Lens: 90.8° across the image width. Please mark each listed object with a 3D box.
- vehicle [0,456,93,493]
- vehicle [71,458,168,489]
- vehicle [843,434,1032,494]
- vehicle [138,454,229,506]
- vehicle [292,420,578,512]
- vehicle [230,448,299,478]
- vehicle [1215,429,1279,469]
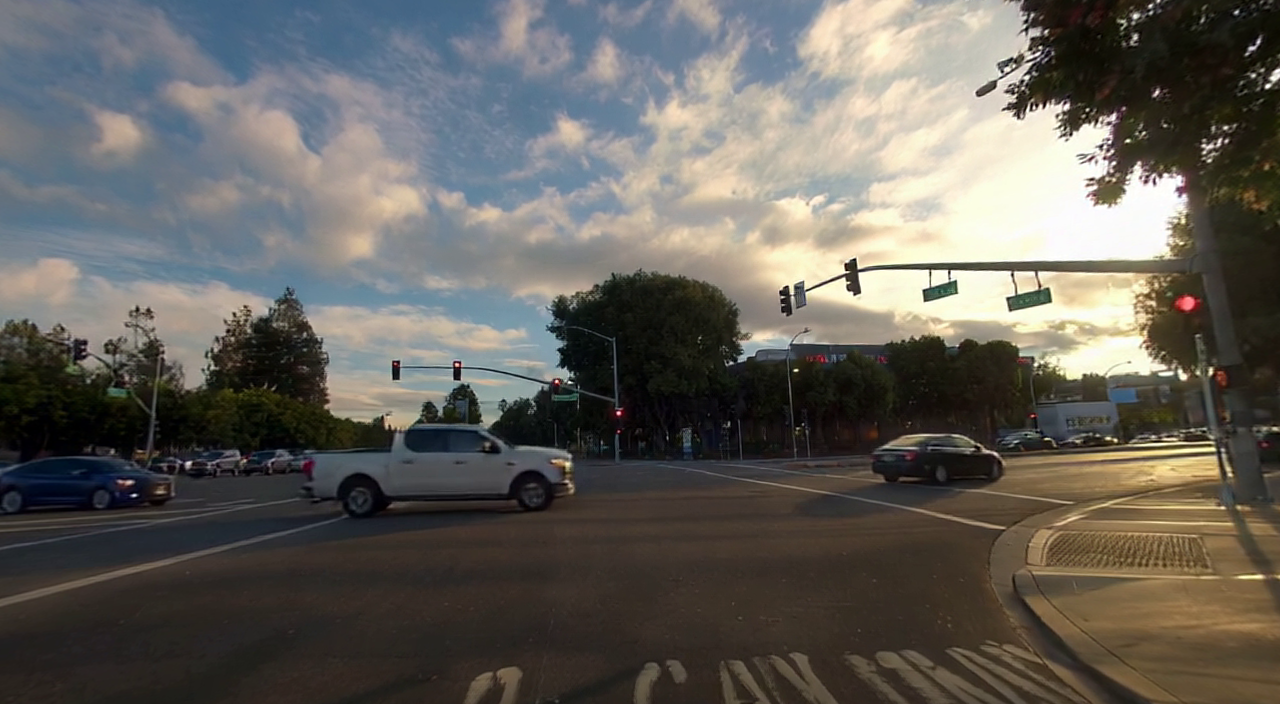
[{"bbox_3d":[-31.180,6.262,32.642,2.142,1.723,4.692,1,-9,-9],"label":"vehicle"},{"bbox_3d":[-28.373,6.617,34.635,1.965,1.448,4.553,1,-9,-9],"label":"vehicle"},{"bbox_3d":[8.283,3.073,17.641,4.728,1.471,1.957,3,-9,-21],"label":"vehicle"},{"bbox_3d":[-15.256,4.164,21.000,1.999,1.468,4.702,7,-11,-39],"label":"vehicle"},{"bbox_3d":[-4.597,2.639,14.873,5.896,1.937,2.358,-1,-9,6],"label":"vehicle"},{"bbox_3d":[-26.317,7.762,44.483,2.213,1.956,5.254,1,-9,-8],"label":"vehicle"},{"bbox_3d":[27.303,4.229,27.696,4.281,1.621,1.903,5,-10,-33],"label":"vehicle"}]
